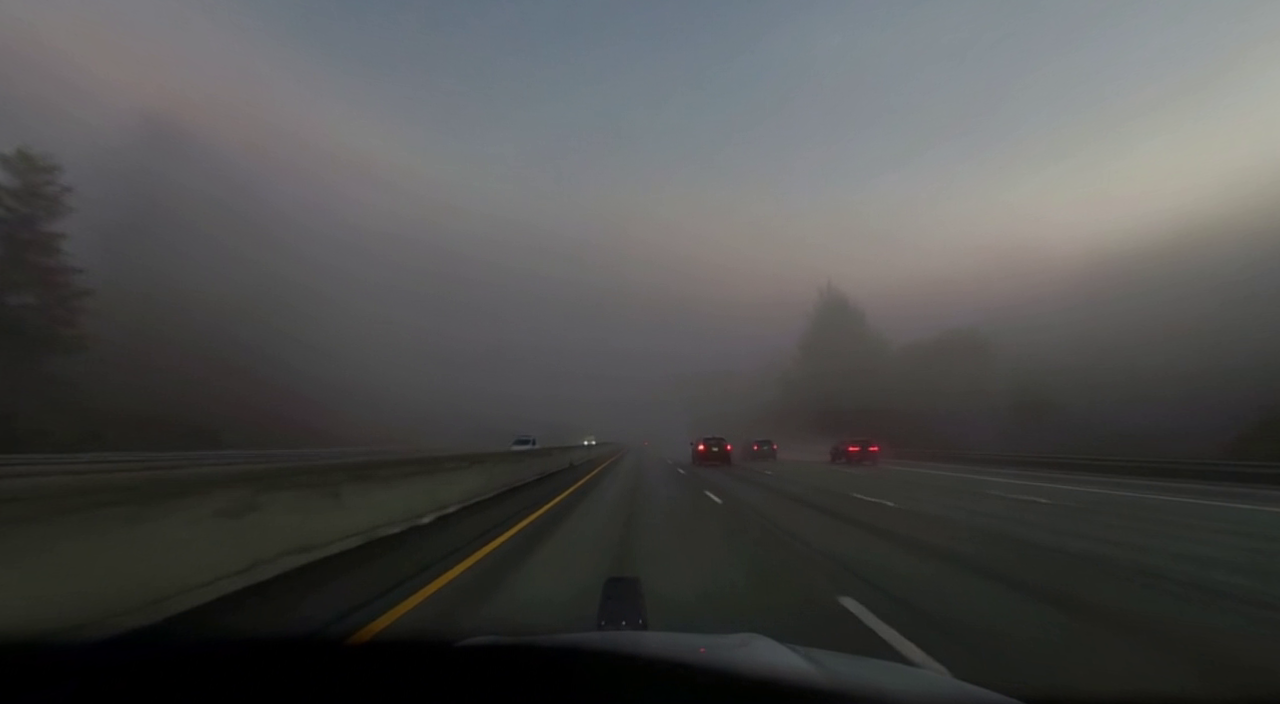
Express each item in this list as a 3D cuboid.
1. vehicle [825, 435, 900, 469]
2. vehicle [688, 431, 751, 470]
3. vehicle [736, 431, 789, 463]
[{"bbox_3d":[10.512,4.744,30.170,1.970,1.479,4.480,0,-8,0],"label":"vehicle"},{"bbox_3d":[3.560,4.509,29.143,2.326,1.644,4.206,0,-8,-1],"label":"vehicle"},{"bbox_3d":[7.185,5.626,37.403,2.178,1.749,4.570,0,-8,0],"label":"vehicle"}]
